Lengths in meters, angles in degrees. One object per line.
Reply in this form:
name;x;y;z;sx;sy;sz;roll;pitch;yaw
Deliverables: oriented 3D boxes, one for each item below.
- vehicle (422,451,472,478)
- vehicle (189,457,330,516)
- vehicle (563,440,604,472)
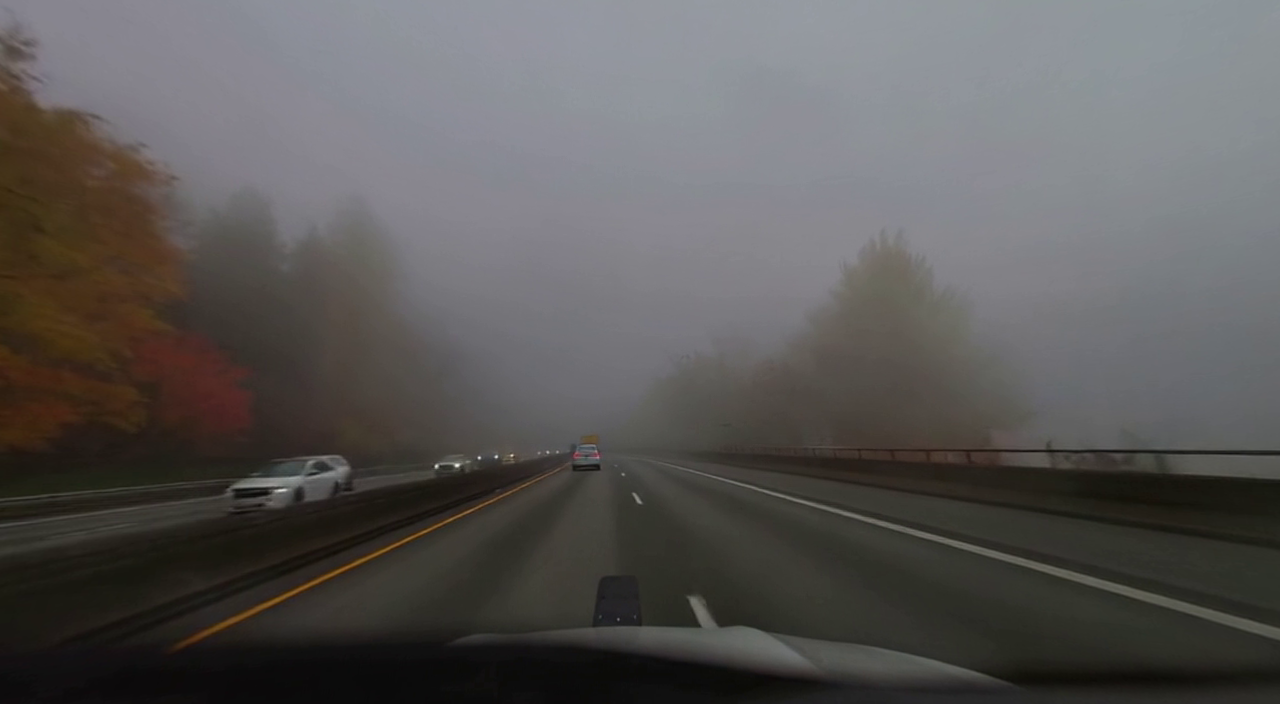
vehicle;-11.808;6.895;38.661;1.911;1.550;4.269;0;-9;-3
vehicle;-11.309;3.975;18.992;1.923;1.513;3.904;0;-9;-3
vehicle;-3.183;5.977;36.068;2.168;1.705;4.272;0;-9;-3
